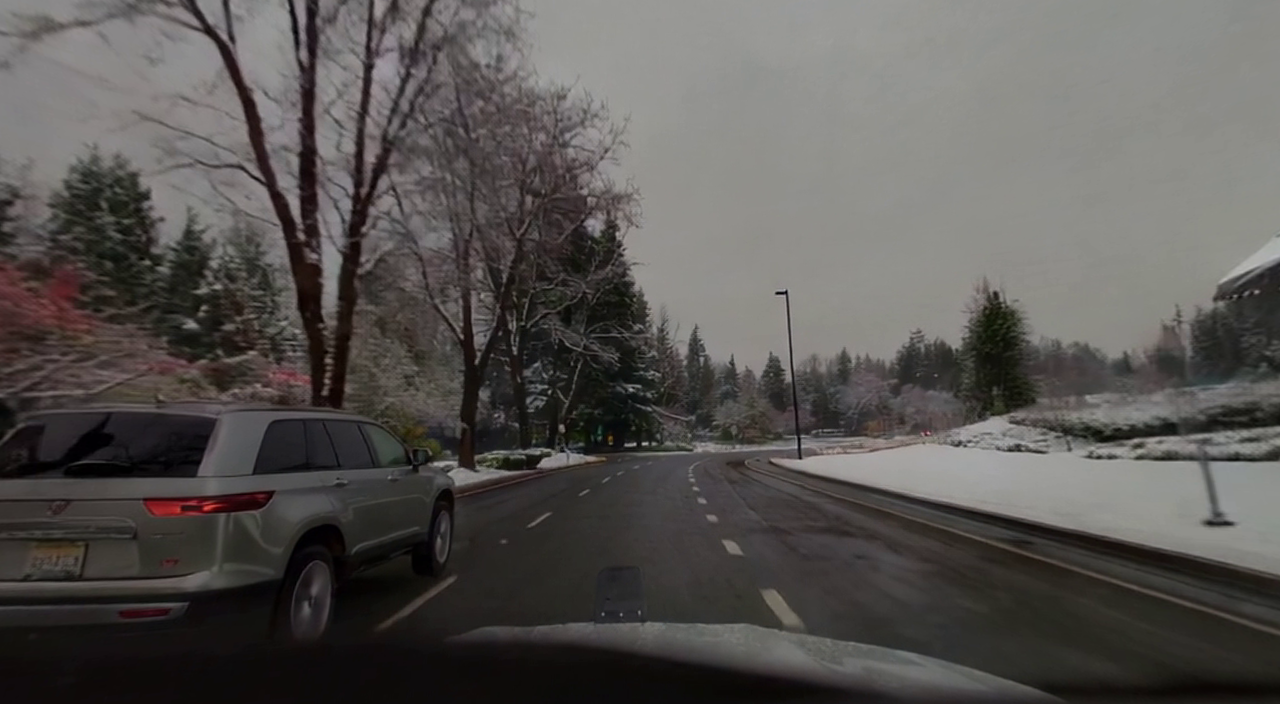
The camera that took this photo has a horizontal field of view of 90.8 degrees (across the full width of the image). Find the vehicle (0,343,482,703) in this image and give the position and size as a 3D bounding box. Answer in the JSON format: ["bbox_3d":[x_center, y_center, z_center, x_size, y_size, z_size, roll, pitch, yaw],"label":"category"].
[{"bbox_3d":[-2.867,1.142,4.703,2.067,1.700,4.561,0,-9,2],"label":"vehicle"}]
